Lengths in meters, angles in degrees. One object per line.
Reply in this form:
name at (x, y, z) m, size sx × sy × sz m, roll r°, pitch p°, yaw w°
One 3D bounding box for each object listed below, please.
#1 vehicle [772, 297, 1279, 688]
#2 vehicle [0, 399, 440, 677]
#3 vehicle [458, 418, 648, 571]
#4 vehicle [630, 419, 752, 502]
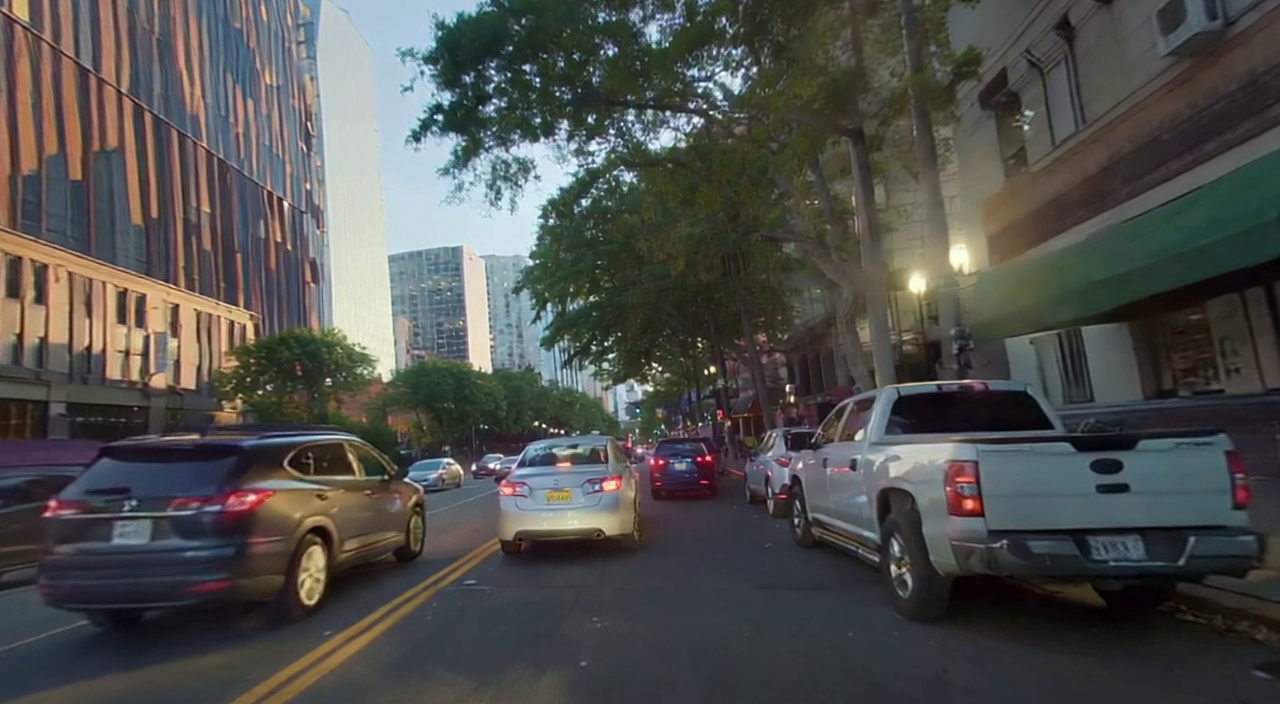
vehicle at (2.997, 1.101, 6.035) m, size 2.225 × 2.070 × 5.264 m, roll 0°, pitch -8°, yaw -1°
vehicle at (-3.868, 1.572, 6.573) m, size 2.000 × 1.818 × 4.668 m, roll 0°, pitch -8°, yaw 0°
vehicle at (-0.932, 1.865, 8.996) m, size 2.076 × 1.667 × 3.948 m, roll 0°, pitch -8°, yaw 1°
vehicle at (1.593, 2.952, 17.623) m, size 2.352 × 1.953 × 4.798 m, roll -3°, pitch -9°, yaw 17°
